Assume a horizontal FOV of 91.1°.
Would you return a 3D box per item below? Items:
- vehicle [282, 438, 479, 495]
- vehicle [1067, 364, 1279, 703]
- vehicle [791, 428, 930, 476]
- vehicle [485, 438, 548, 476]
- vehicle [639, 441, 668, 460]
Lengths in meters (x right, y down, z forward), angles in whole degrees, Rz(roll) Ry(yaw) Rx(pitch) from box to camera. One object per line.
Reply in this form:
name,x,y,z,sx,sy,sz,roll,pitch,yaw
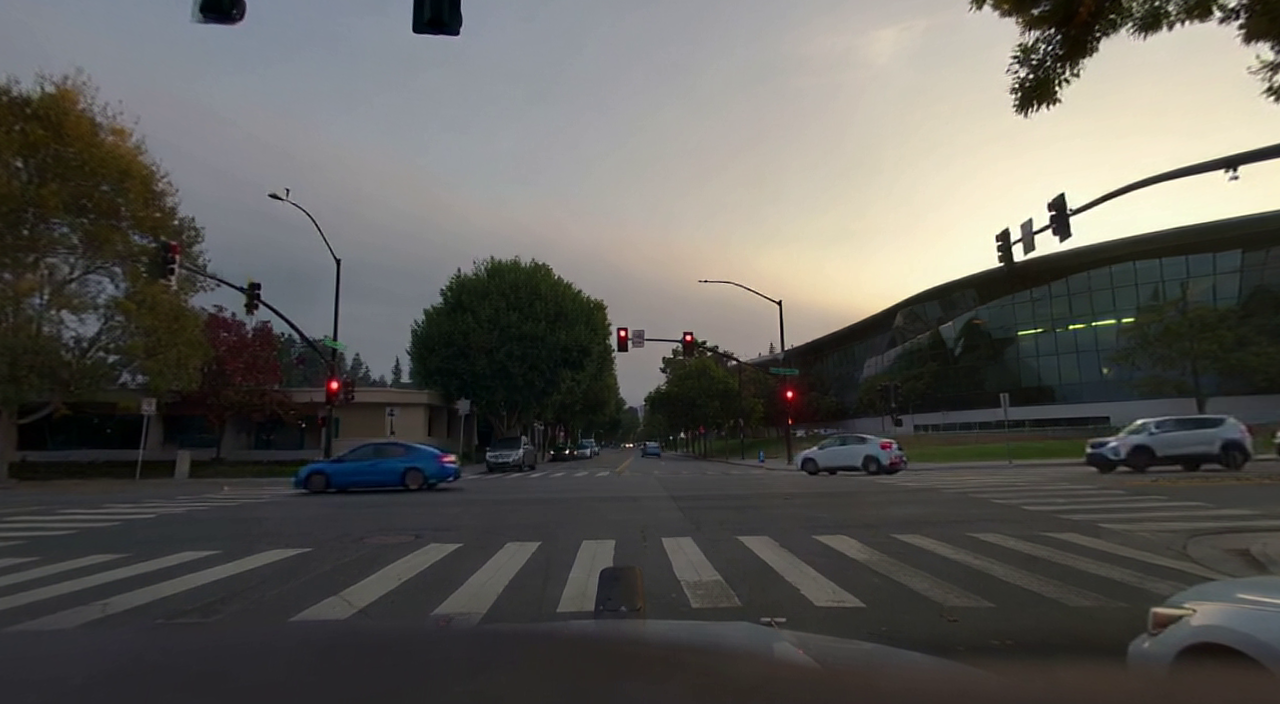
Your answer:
vehicle,-7.030,3.129,17.391,4.613,1.443,1.883,0,-8,0
vehicle,2.889,0.675,0.838,1.947,1.576,3.825,0,-8,1
vehicle,8.239,3.744,23.548,4.551,1.625,2.053,-5,-10,29
vehicle,-5.945,5.102,30.752,2.115,1.690,4.322,0,-8,1
vehicle,1.033,7.757,49.657,2.031,1.442,4.446,0,-8,-2
